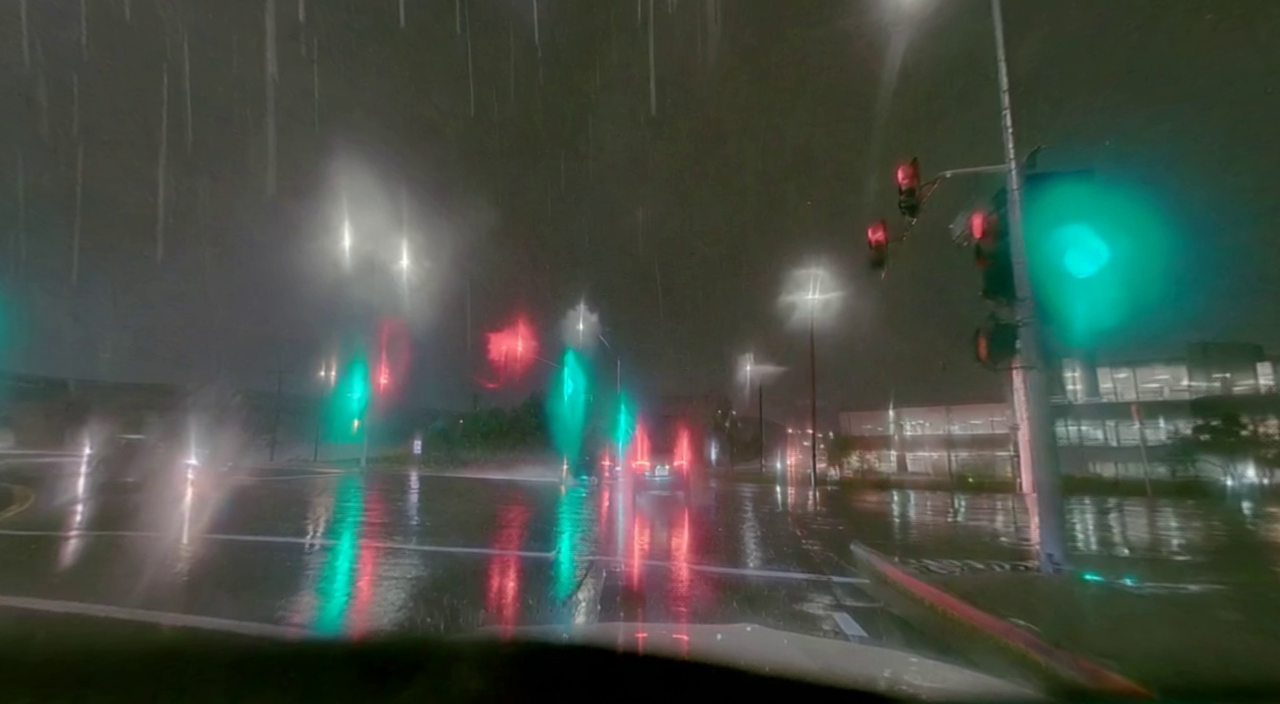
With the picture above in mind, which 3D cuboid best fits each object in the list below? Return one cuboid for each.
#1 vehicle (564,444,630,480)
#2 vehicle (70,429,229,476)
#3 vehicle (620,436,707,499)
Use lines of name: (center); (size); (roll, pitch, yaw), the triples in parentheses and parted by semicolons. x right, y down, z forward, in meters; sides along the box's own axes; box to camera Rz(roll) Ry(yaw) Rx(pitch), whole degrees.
vehicle: (-2.151, 5.271, 30.656); (2.007, 1.605, 3.852); (3, -9, -23)
vehicle: (-18.163, 3.718, 23.386); (5.413, 1.572, 2.325); (-4, -9, 25)
vehicle: (0.513, 3.133, 17.526); (2.048, 1.516, 3.874); (0, -9, -3)
